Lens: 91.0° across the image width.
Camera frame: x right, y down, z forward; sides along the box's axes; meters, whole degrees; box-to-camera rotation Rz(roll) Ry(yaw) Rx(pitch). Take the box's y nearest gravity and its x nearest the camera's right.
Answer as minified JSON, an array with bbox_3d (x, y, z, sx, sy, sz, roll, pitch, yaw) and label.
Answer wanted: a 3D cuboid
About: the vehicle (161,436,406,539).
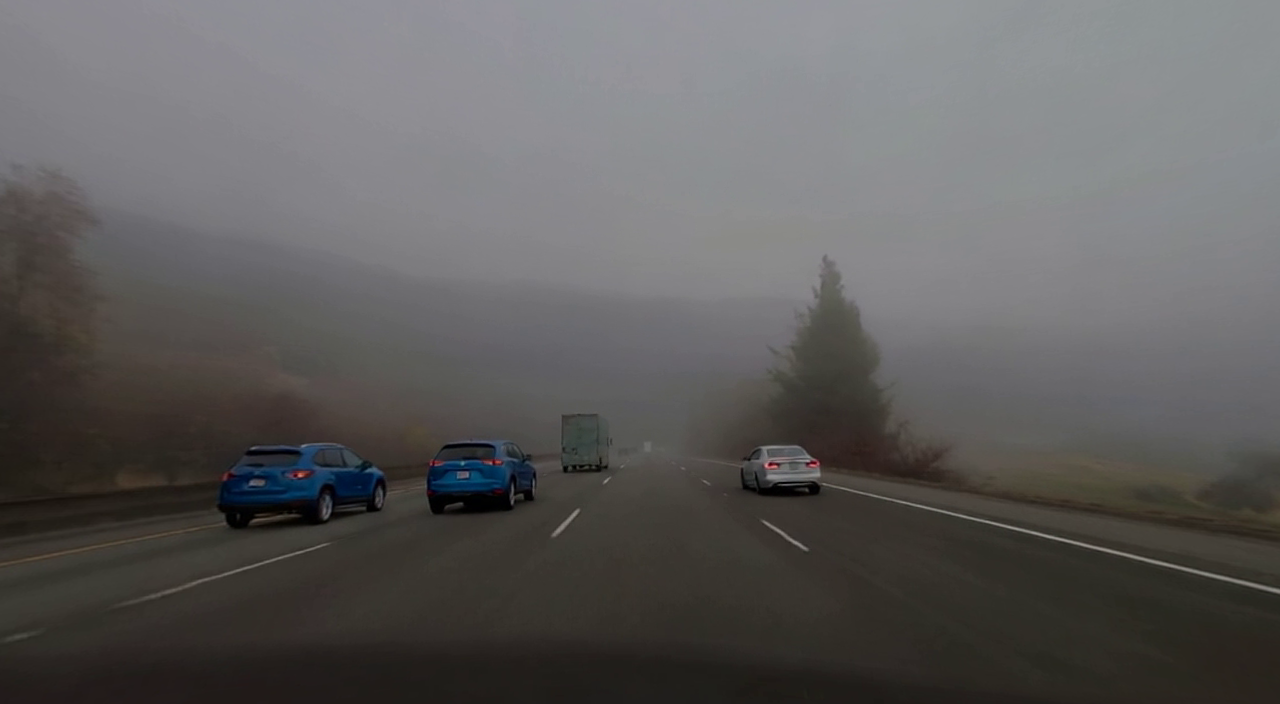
[{"bbox_3d":[-6.656,2.534,12.567,2.084,1.639,4.648,0,-8,1],"label":"vehicle"}]

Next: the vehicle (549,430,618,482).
[{"bbox_3d":[-2.437,4.735,29.052,2.494,2.136,5.539,0,-8,2],"label":"vehicle"}]

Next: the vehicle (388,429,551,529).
[{"bbox_3d":[-3.264,2.513,13.075,2.080,1.716,4.207,0,-8,2],"label":"vehicle"}]

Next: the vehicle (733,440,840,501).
[{"bbox_3d":[4.177,3.435,18.783,2.071,1.570,4.637,0,-8,0],"label":"vehicle"}]
